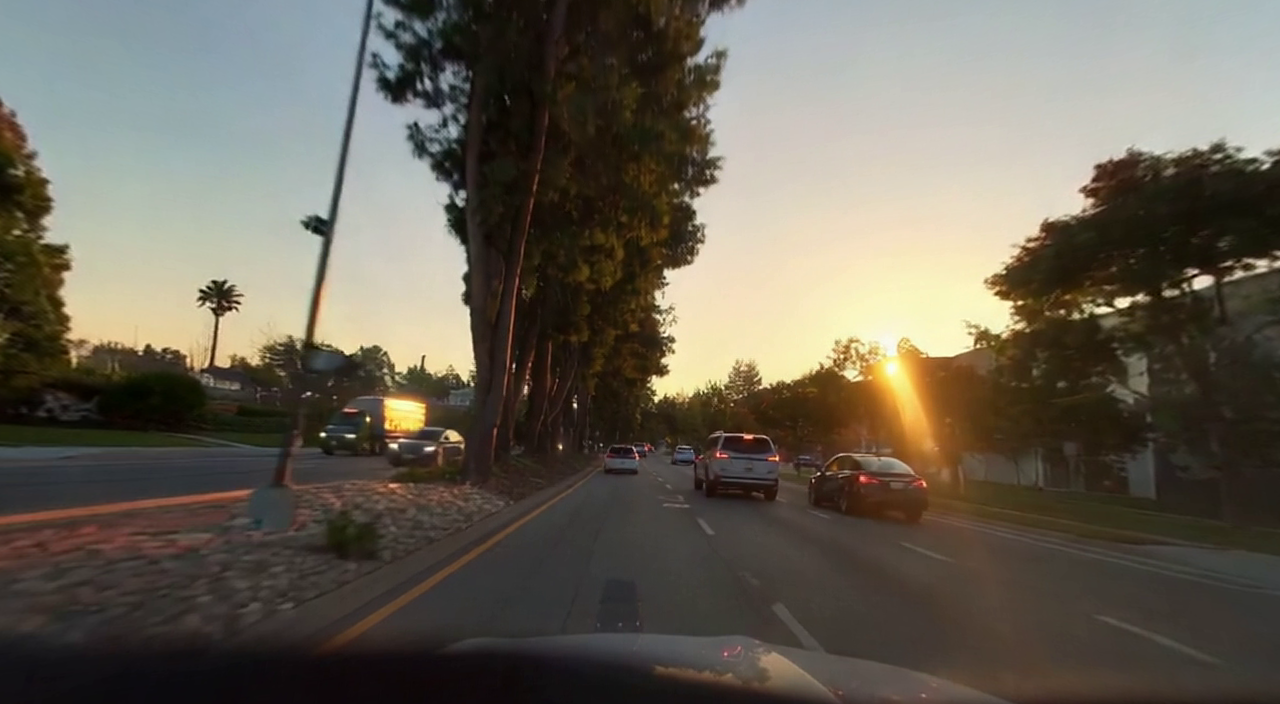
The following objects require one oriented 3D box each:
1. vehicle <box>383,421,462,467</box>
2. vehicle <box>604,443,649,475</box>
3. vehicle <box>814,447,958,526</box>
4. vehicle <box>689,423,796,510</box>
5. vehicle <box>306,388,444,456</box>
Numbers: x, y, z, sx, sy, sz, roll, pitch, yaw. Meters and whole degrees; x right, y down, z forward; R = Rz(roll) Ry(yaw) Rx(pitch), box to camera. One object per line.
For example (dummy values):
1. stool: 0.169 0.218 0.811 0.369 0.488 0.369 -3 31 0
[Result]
1. vehicle: -9.364 4.024 27.589 1.895 1.816 4.636 0 -9 -2
2. vehicle: -0.685 5.312 31.542 2.119 1.460 3.847 0 -9 -1
3. vehicle: 6.197 3.391 16.554 1.913 1.777 4.269 0 -9 -2
4. vehicle: 2.665 3.091 17.442 2.035 1.940 4.299 4 -9 -1
5. vehicle: -15.693 4.595 39.072 2.944 3.472 12.516 1 -9 1
